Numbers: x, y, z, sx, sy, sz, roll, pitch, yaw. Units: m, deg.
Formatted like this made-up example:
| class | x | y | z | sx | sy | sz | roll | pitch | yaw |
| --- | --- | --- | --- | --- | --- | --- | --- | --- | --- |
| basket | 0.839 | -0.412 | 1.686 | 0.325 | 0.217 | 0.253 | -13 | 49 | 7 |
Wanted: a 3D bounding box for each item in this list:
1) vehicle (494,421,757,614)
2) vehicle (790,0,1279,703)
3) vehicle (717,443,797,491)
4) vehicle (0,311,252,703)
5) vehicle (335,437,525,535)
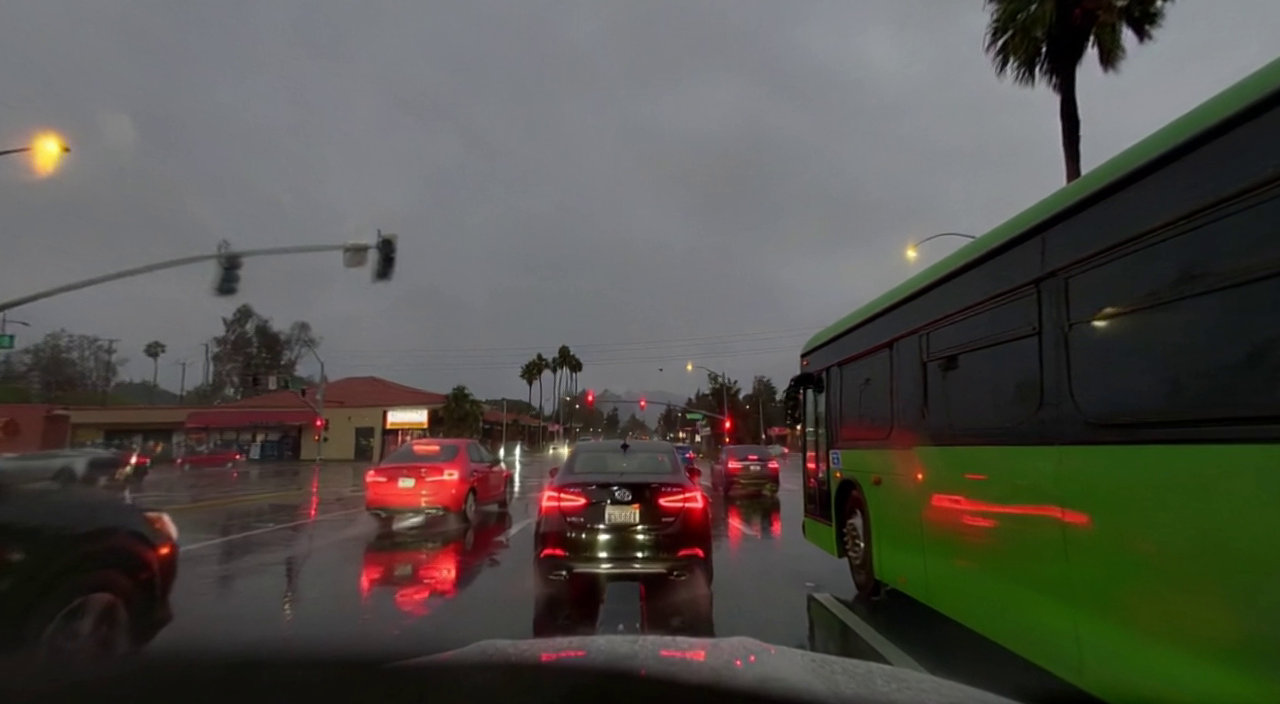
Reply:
| class | x | y | z | sx | sy | sz | roll | pitch | yaw |
| --- | --- | --- | --- | --- | --- | --- | --- | --- | --- |
| vehicle | -0.130 | 1.594 | 6.960 | 2.060 | 1.499 | 3.831 | 0 | -9 | -1 |
| vehicle | 3.602 | -0.328 | 2.053 | 3.068 | 4.026 | 13.534 | 0 | -9 | 1 |
| vehicle | 3.928 | 3.938 | 22.020 | 1.989 | 1.467 | 4.364 | 0 | -9 | 0 |
| vehicle | -3.546 | 0.609 | 1.349 | 2.145 | 1.824 | 4.974 | 0 | -9 | 2 |
| vehicle | -3.490 | 2.300 | 11.461 | 1.919 | 1.415 | 4.178 | 0 | -9 | 2 |
